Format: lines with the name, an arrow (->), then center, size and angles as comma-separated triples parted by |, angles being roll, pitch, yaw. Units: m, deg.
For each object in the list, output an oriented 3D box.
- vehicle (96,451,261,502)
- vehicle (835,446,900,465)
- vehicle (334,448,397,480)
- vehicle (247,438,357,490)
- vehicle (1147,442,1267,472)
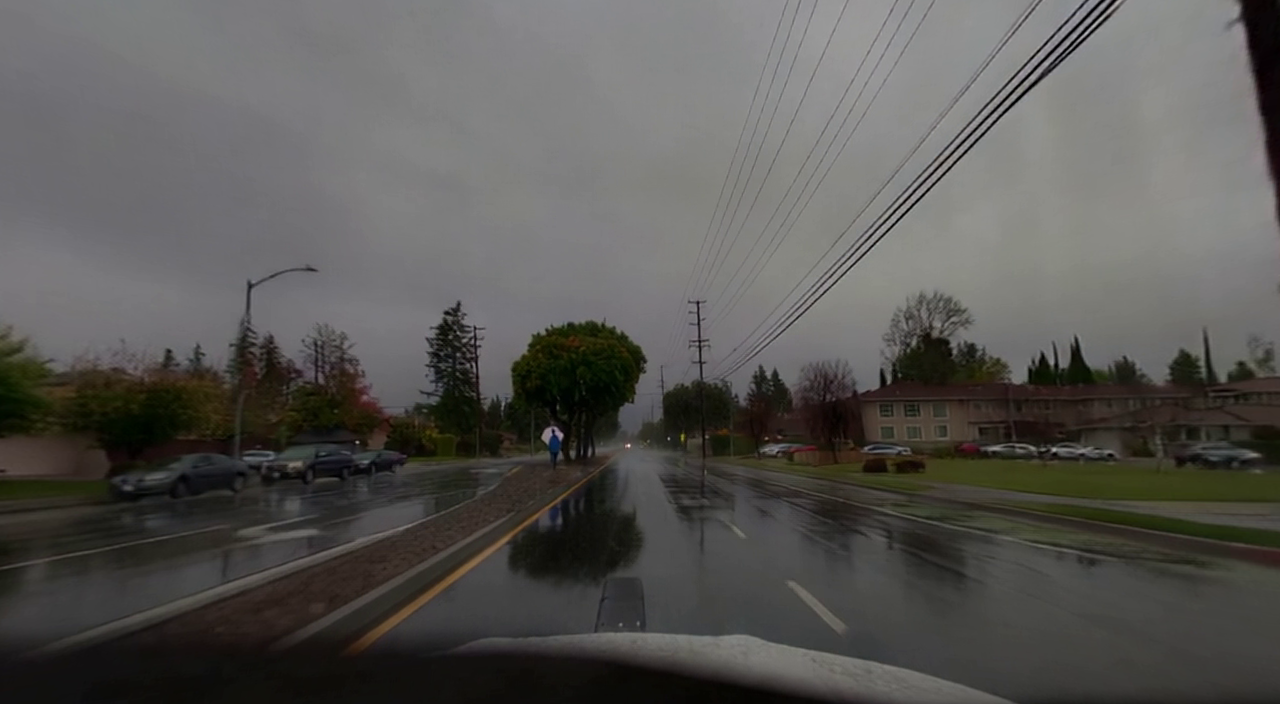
vehicle -> -15.232, 4.094, 21.248 | 2.058, 1.479, 4.519 | 0, -9, 1
vehicle -> 17.493, 7.957, 48.707 | 4.246, 1.427, 2.055 | 0, -9, -1
vehicle -> -15.435, 6.280, 35.758 | 2.106, 1.517, 4.632 | -4, -8, -9
vehicle -> -15.078, 4.988, 28.599 | 2.298, 1.979, 4.920 | -4, -9, 0
vehicle -> 33.277, 6.157, 37.281 | 1.792, 1.586, 4.905 | 0, -9, -17
